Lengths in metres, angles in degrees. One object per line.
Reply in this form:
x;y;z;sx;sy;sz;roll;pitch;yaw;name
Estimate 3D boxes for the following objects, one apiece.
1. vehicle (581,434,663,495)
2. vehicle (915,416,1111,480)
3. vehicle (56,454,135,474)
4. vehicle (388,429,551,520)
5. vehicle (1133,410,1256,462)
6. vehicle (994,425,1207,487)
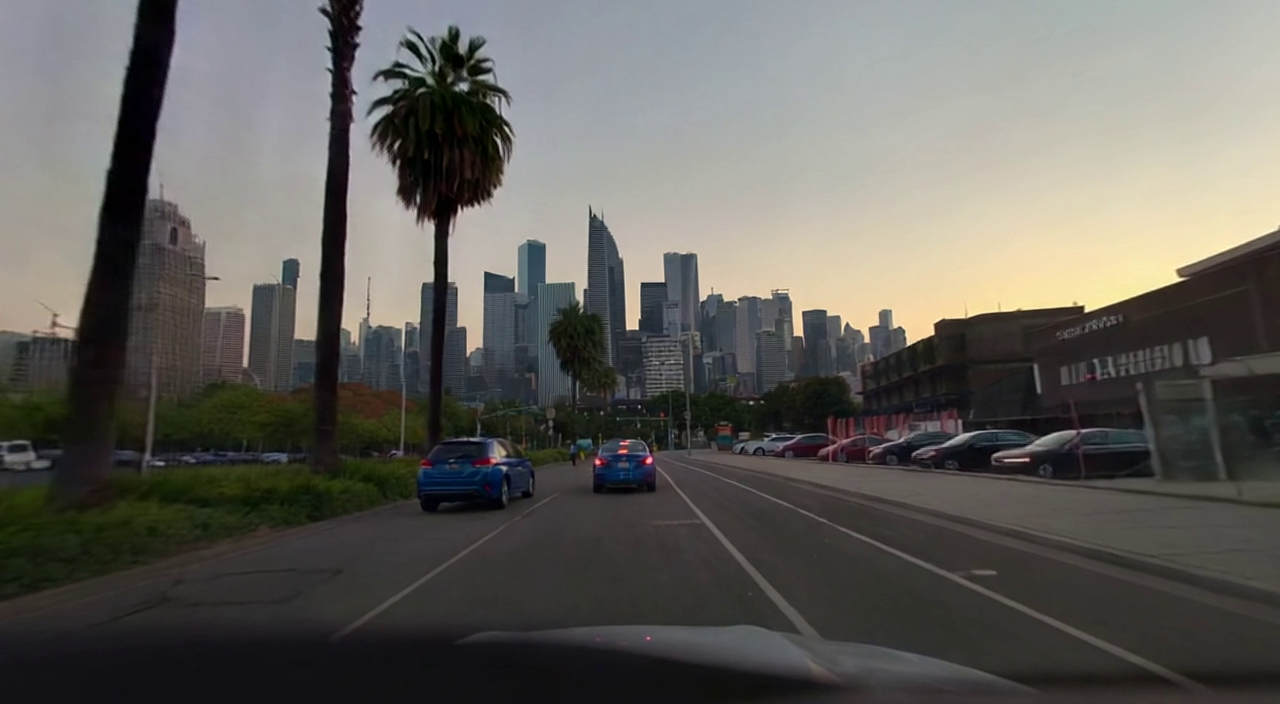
-0.460;3.033;17.392;2.004;1.465;3.713;0;-8;0;vehicle
12.509;3.249;21.471;5.188;1.805;2.228;-2;-8;-3;vehicle
-42.445;8.717;49.265;4.309;1.484;1.884;0;-8;-2;vehicle
-3.224;2.415;13.005;2.071;1.544;4.383;0;-8;1;vehicle
23.722;3.686;27.359;2.288;1.984;5.526;-4;-9;24;vehicle
13.290;3.021;18.442;4.749;1.522;1.905;-1;-9;-3;vehicle
